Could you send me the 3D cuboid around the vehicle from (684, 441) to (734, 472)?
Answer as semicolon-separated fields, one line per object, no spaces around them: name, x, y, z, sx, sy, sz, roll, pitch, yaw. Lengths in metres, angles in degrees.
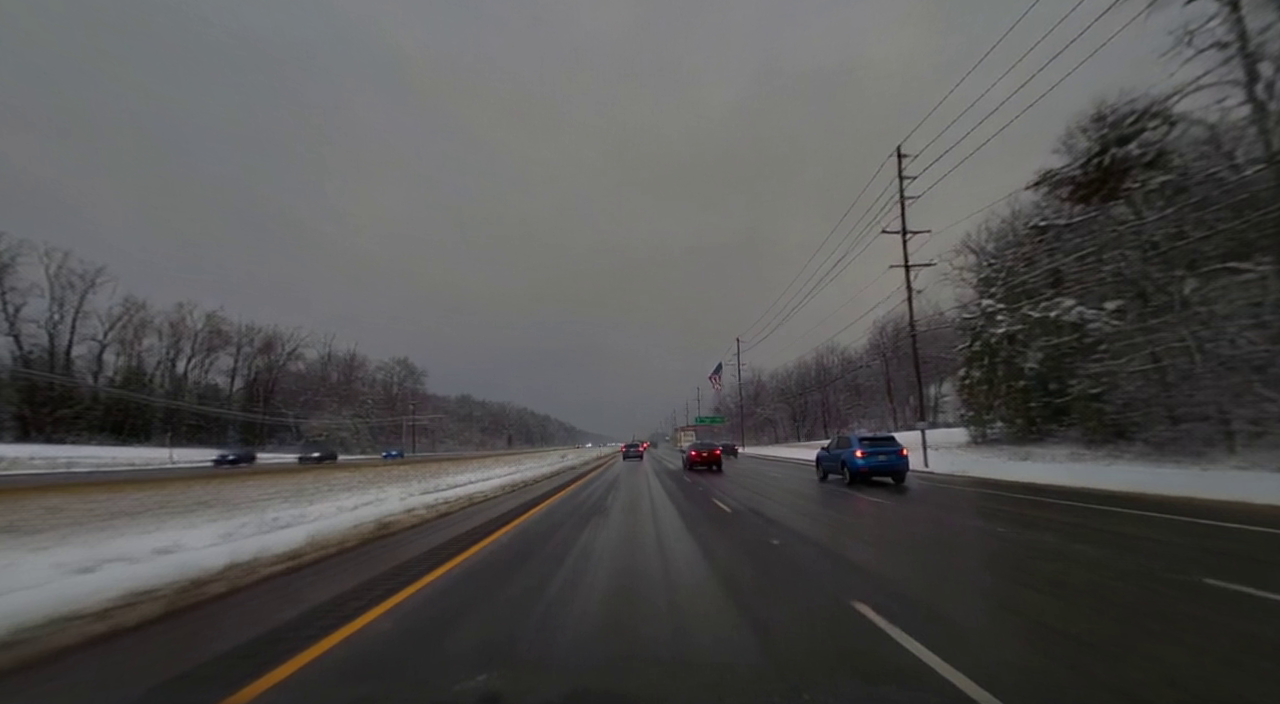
vehicle;3.498;5.371;32.766;1.978;1.488;4.252;0;-8;-1

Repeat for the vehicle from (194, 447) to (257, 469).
vehicle;-32.394;8.302;49.520;1.853;1.601;4.465;0;-8;0

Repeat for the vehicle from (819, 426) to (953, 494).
vehicle;7.283;3.245;19.363;2.114;1.800;4.779;0;-8;-1

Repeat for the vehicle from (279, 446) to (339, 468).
vehicle;-24.898;7.900;47.701;1.966;1.487;4.820;0;-8;0

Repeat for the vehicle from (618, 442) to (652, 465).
vehicle;-0.297;6.576;41.069;2.085;1.449;3.860;0;-8;0
